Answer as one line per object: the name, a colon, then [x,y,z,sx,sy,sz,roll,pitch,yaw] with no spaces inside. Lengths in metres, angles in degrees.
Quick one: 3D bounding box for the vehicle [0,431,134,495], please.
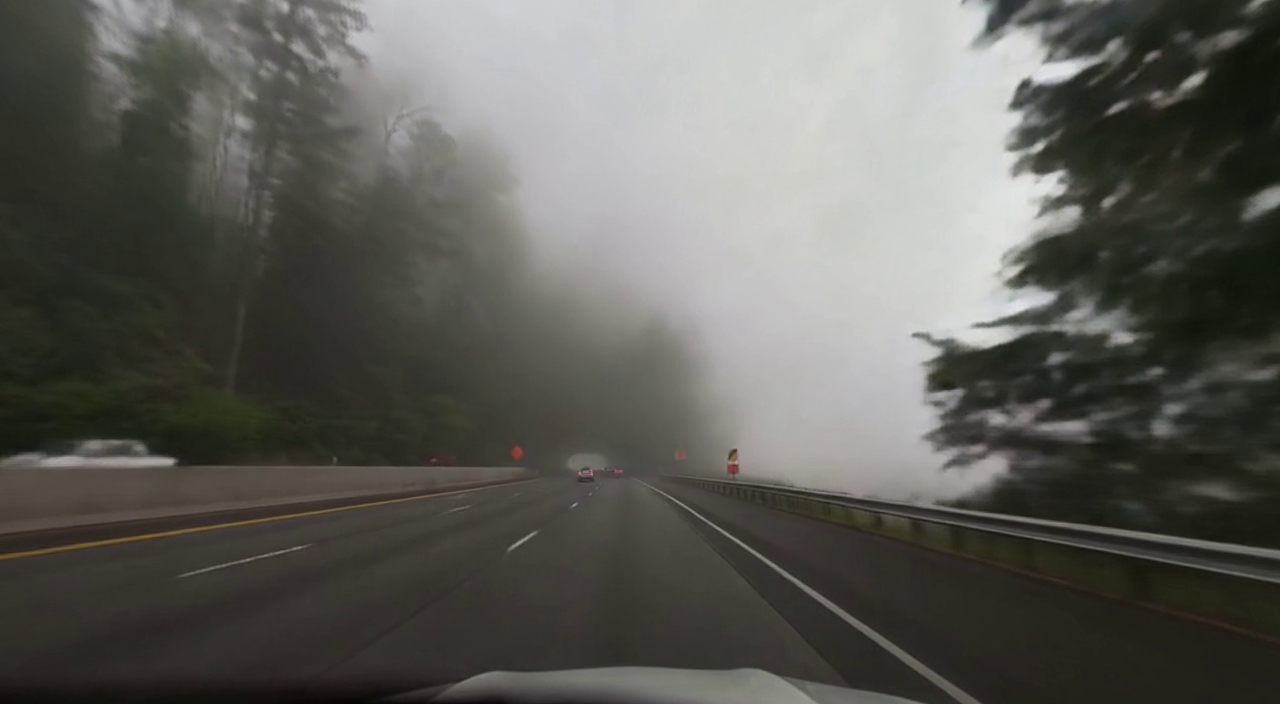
vehicle: [-19.721,3.634,20.584,2.120,1.817,5.104,1,-11,-1]
